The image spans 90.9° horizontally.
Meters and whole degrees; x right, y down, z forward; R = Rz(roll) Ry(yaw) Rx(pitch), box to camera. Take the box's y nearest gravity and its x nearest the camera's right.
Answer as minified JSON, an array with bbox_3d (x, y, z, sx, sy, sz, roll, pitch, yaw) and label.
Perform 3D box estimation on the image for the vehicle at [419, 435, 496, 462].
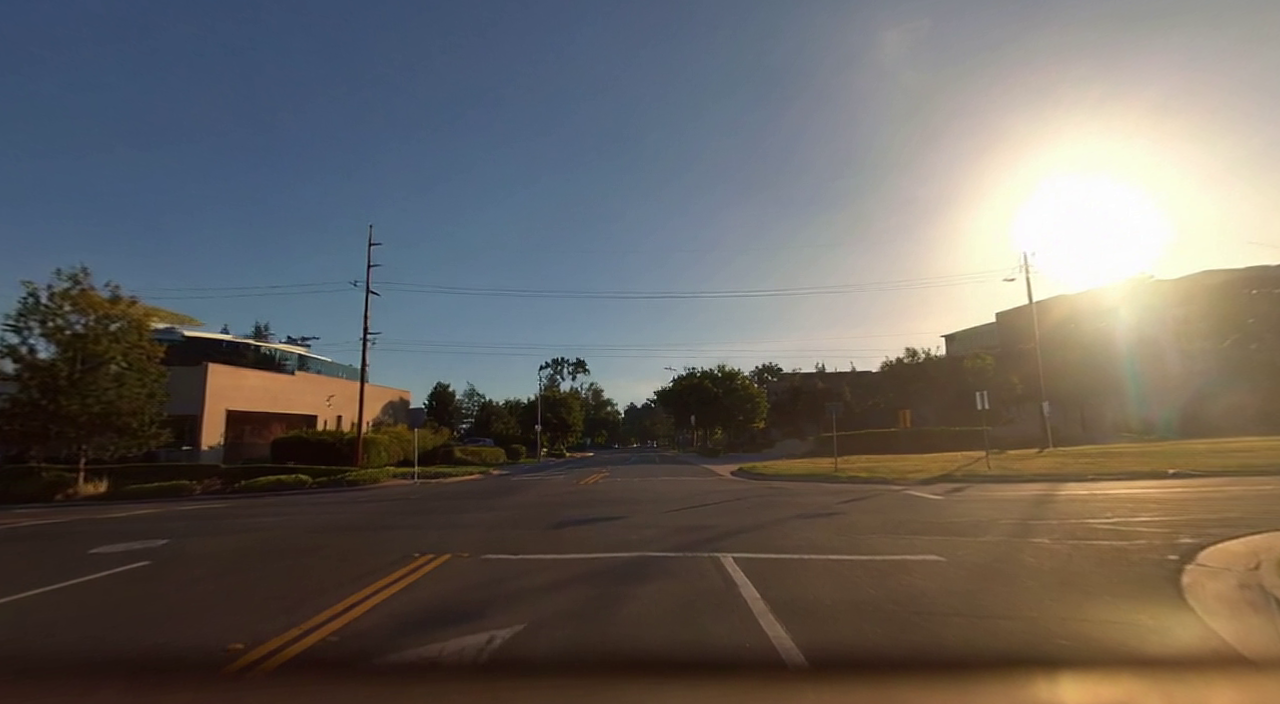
[{"bbox_3d":[-12.637,6.727,43.792,4.702,1.761,1.978,0,-8,3],"label":"vehicle"}]
